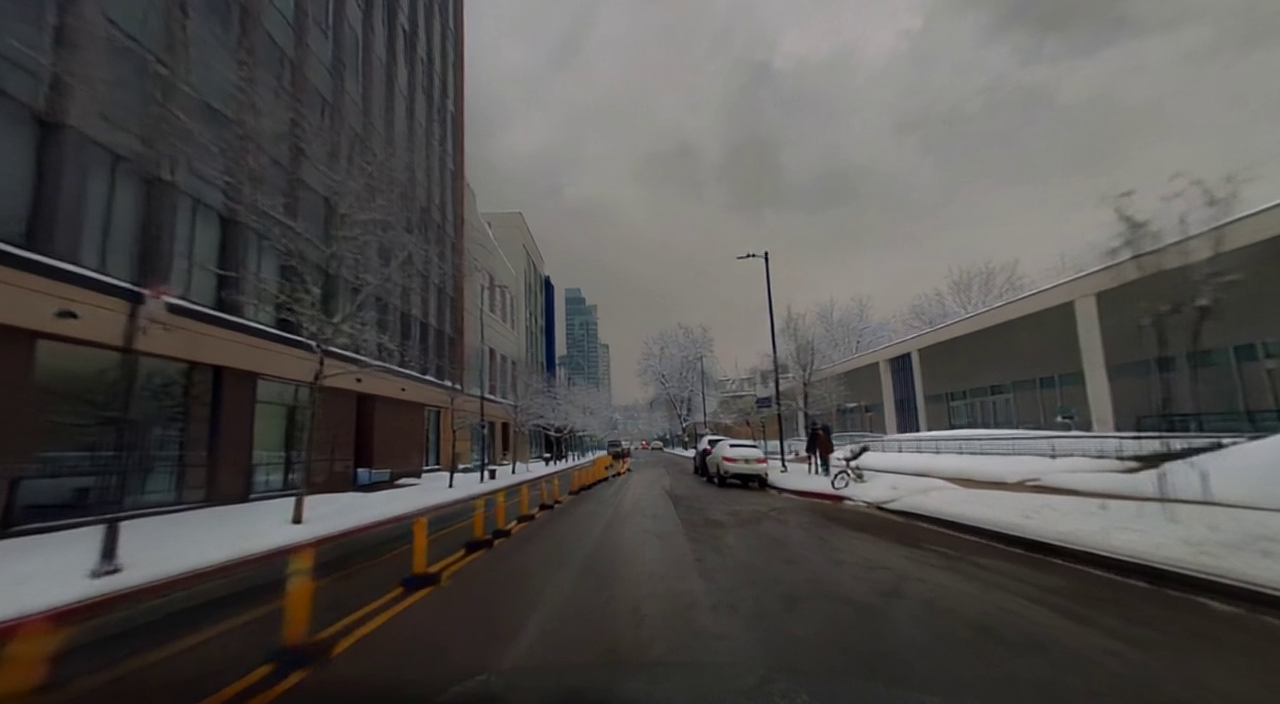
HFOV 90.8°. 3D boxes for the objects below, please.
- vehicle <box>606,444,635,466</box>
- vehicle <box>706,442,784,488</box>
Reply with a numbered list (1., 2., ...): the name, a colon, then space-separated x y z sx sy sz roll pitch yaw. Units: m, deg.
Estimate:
1. vehicle: -1.407 7.505 46.323 2.035 1.506 4.075 -1 -9 -1
2. vehicle: 3.684 4.042 22.928 2.020 1.448 4.220 -1 -8 -1
